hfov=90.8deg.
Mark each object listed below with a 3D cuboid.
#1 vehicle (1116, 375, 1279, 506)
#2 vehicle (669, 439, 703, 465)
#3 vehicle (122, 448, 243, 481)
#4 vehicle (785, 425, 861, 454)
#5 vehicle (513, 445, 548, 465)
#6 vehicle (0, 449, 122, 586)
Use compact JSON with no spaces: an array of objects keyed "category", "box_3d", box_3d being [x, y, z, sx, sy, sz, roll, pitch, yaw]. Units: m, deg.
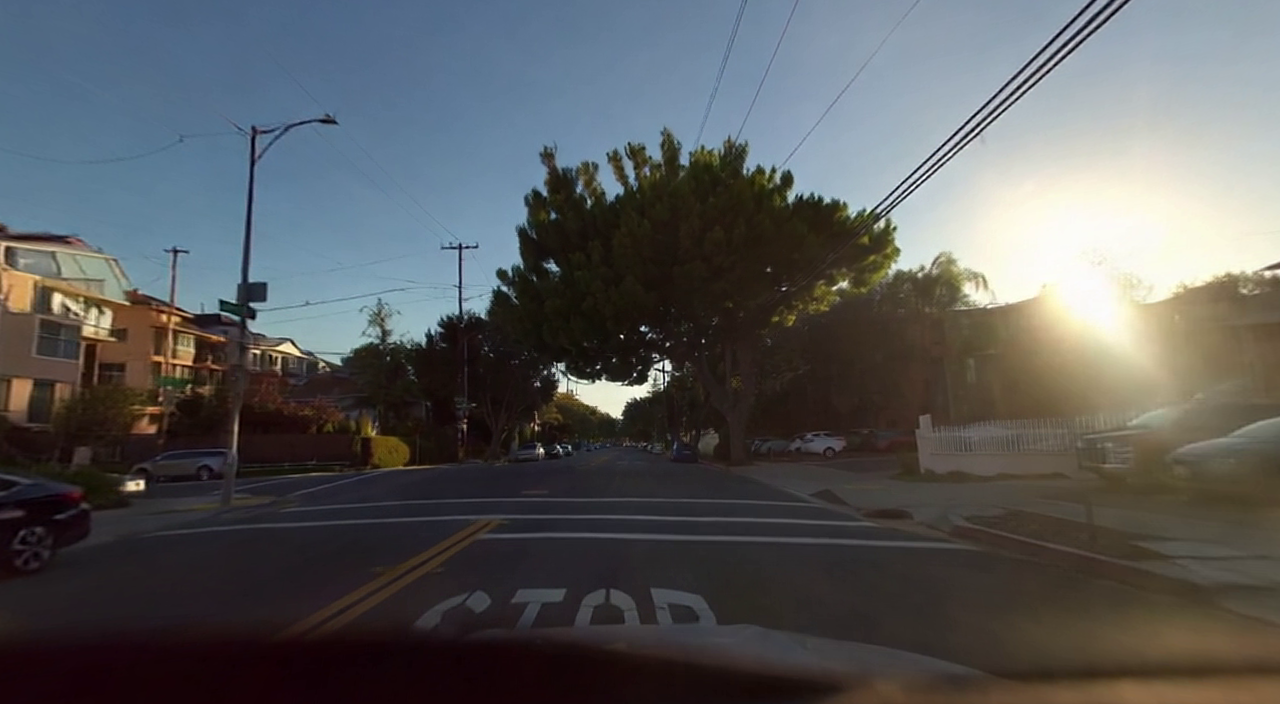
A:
[{"category":"vehicle","box_3d":[10.988,1.412,10.201,4.911,1.871,2.063,0,-8,-3]},{"category":"vehicle","box_3d":[3.265,7.207,45.520,1.993,1.755,4.256,0,-8,-2]},{"category":"vehicle","box_3d":[-22.228,5.466,30.823,4.424,1.486,1.814,0,-8,-2]},{"category":"vehicle","box_3d":[11.294,5.410,38.912,4.509,1.664,1.981,6,-10,-34]},{"category":"vehicle","box_3d":[-8.515,8.065,49.561,2.066,1.472,4.353,0,-8,-1]},{"category":"vehicle","box_3d":[-8.109,1.762,6.291,2.018,1.493,4.693,-1,-8,-2]}]
